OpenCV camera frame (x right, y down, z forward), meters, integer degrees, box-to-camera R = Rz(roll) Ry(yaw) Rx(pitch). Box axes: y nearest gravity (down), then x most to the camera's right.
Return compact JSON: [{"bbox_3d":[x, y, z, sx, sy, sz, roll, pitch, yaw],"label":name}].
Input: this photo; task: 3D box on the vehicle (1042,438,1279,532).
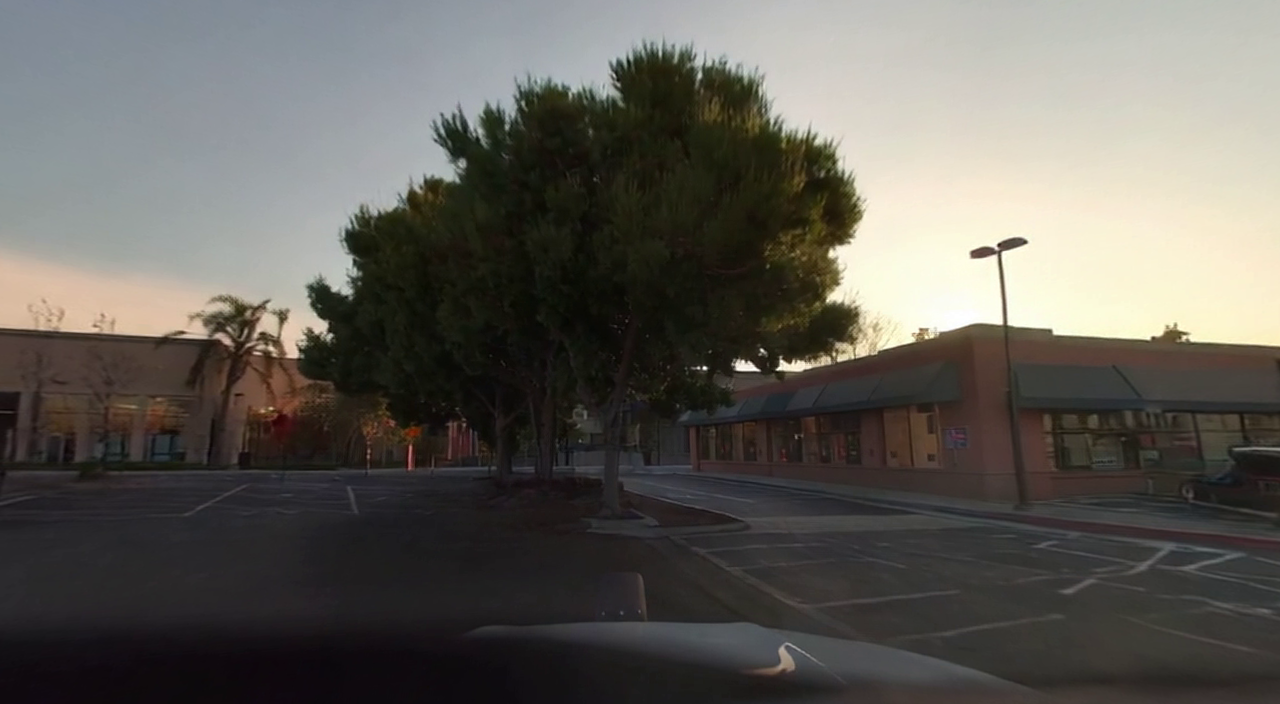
[{"bbox_3d":[11.032,2.517,12.670,2.140,1.507,4.856,1,-9,-11],"label":"vehicle"}]
